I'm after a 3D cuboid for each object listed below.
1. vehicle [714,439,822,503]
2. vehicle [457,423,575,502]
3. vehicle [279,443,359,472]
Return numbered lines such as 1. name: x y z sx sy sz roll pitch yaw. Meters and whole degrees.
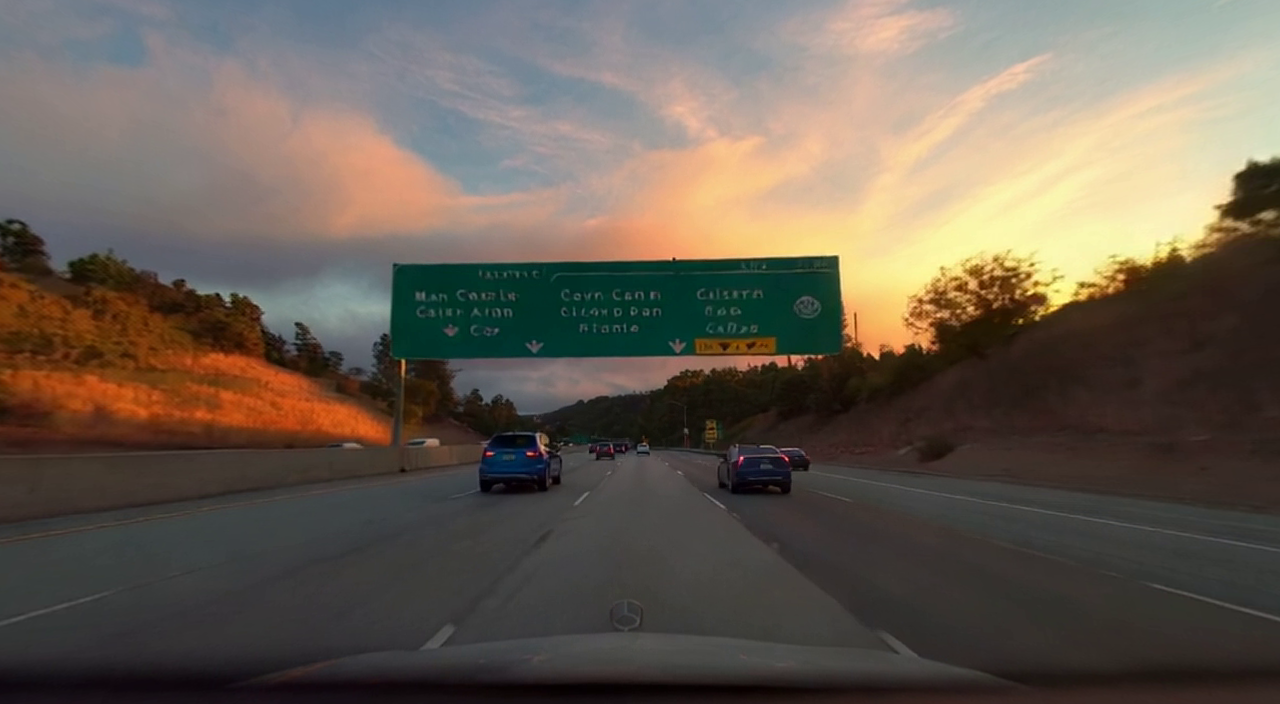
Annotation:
1. vehicle: 3.286 3.117 17.042 1.979 1.486 4.125 0 -8 -1
2. vehicle: -3.036 2.826 16.503 2.137 1.756 4.453 0 -8 1
3. vehicle: -18.332 6.035 36.266 1.981 1.515 4.797 0 -8 1
